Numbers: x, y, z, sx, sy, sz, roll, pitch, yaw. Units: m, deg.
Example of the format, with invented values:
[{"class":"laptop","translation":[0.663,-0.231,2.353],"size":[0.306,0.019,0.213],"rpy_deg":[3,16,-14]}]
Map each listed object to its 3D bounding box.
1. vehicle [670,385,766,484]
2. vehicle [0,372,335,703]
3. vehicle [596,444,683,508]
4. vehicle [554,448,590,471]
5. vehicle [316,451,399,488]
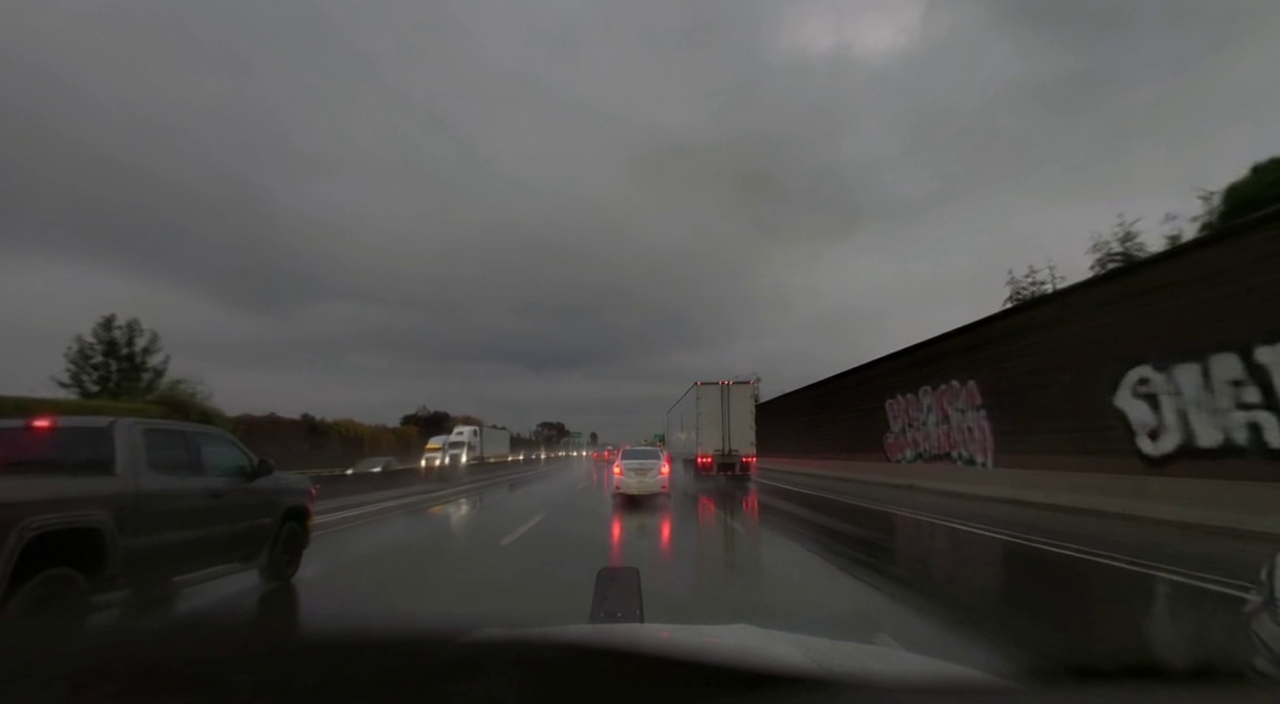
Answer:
[{"class":"vehicle","translation":[3.516,4.435,32.950],"size":[2.902,4.014,14.446],"rpy_deg":[0,-9,-1]},{"class":"vehicle","translation":[-4.365,1.187,4.544],"size":[1.988,1.750,4.711],"rpy_deg":[0,-9,-1]},{"class":"vehicle","translation":[-0.062,3.202,16.720],"size":[2.033,1.468,4.015],"rpy_deg":[0,-9,-1]},{"class":"vehicle","translation":[-4.795,7.639,44.822],"size":[2.067,1.481,4.085],"rpy_deg":[-1,-9,0]},{"class":"vehicle","translation":[-12.242,5.090,27.496],"size":[1.840,1.447,3.868],"rpy_deg":[0,-9,-1]}]
